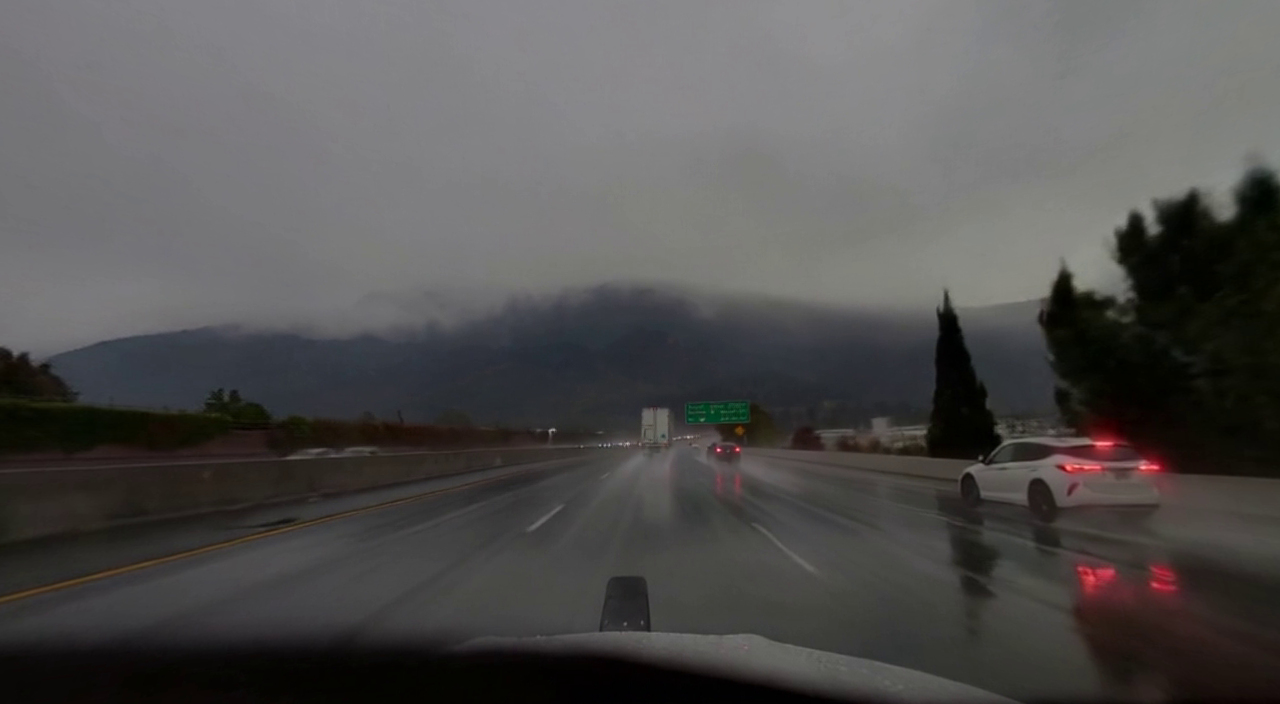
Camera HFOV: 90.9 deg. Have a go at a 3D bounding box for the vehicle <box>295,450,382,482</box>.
[{"bbox_3d":[-15.207,5.744,32.074,2.011,1.473,4.649,0,-9,2],"label":"vehicle"}]

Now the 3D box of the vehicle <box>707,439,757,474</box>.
[{"bbox_3d":[4.472,5.157,31.255,1.880,1.624,3.941,0,-8,0],"label":"vehicle"}]

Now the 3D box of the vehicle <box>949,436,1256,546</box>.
[{"bbox_3d":[7.236,2.180,10.582,1.982,1.440,4.171,0,-8,0],"label":"vehicle"}]

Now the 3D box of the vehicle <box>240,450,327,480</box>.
[{"bbox_3d":[-19.152,6.056,34.102,1.956,1.472,4.506,0,-9,2],"label":"vehicle"}]
